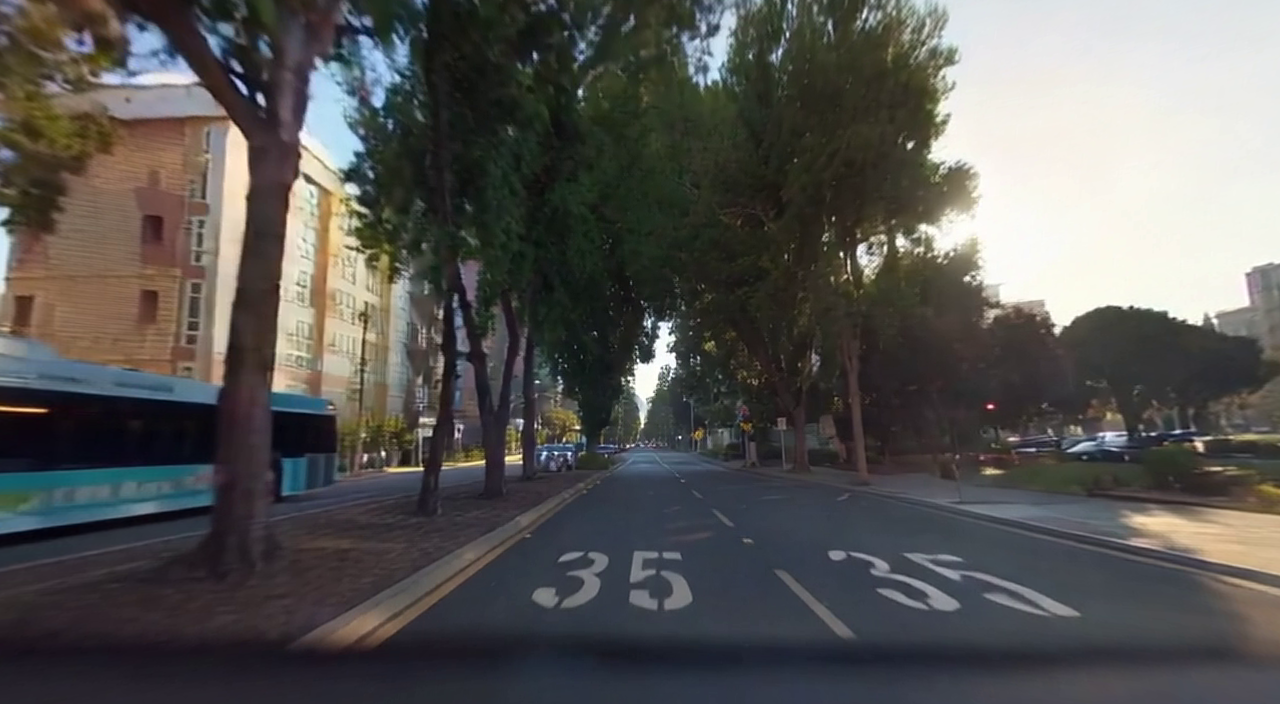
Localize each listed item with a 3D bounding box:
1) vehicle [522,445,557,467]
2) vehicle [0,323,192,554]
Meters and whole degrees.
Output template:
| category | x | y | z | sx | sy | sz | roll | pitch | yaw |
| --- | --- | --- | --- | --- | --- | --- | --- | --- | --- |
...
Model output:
| category | x | y | z | sx | sy | sz | roll | pitch | yaw |
| --- | --- | --- | --- | --- | --- | --- | --- | --- | --- |
| vehicle | -7.426 | 7.701 | 46.896 | 1.911 | 1.472 | 4.582 | 0 | -8 | 0 |
| vehicle | -11.072 | 1.106 | 8.166 | 3.052 | 3.397 | 10.003 | 0 | -8 | 1 |
